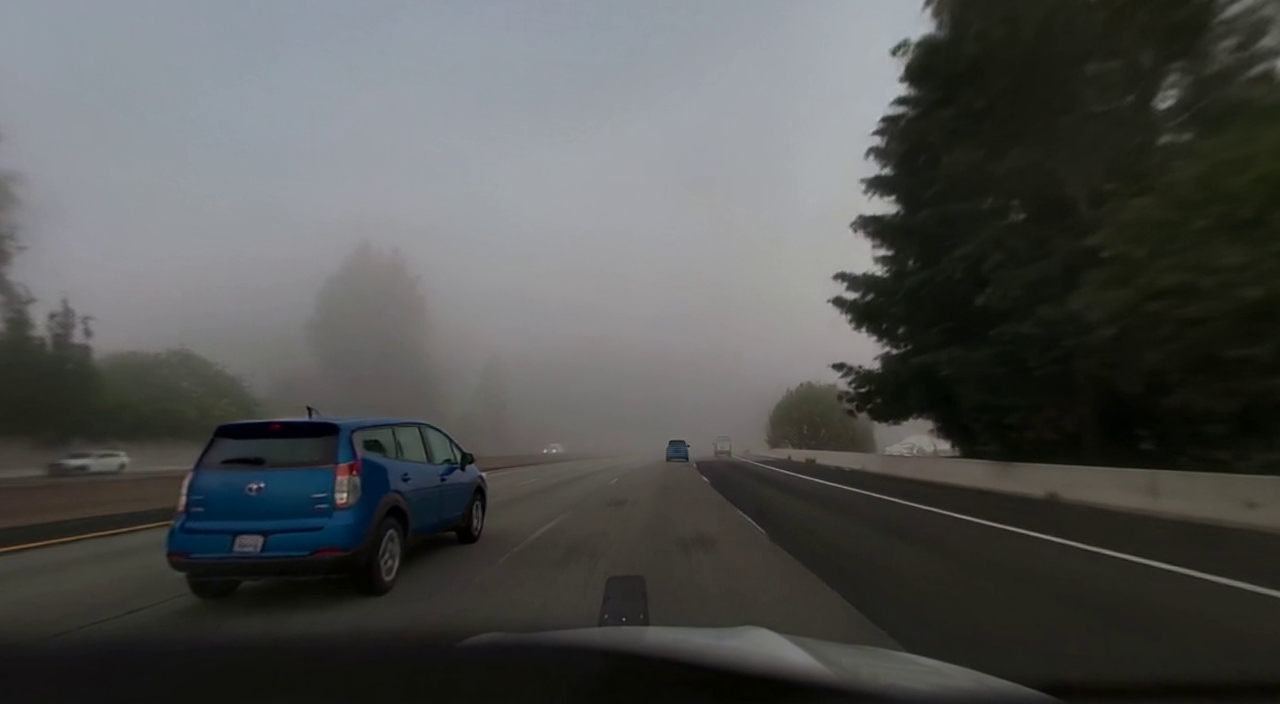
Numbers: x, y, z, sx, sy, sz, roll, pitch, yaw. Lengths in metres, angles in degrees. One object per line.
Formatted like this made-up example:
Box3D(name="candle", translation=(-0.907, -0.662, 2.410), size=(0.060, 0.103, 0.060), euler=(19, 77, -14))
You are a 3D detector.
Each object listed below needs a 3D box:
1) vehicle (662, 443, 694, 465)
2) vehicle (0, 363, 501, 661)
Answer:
Box3D(name="vehicle", translation=(2.699, 7.209, 44.753), size=(2.158, 1.458, 3.656), euler=(-1, -9, 4))
Box3D(name="vehicle", translation=(-3.090, 1.336, 6.368), size=(2.185, 1.823, 4.854), euler=(0, -9, 1))
